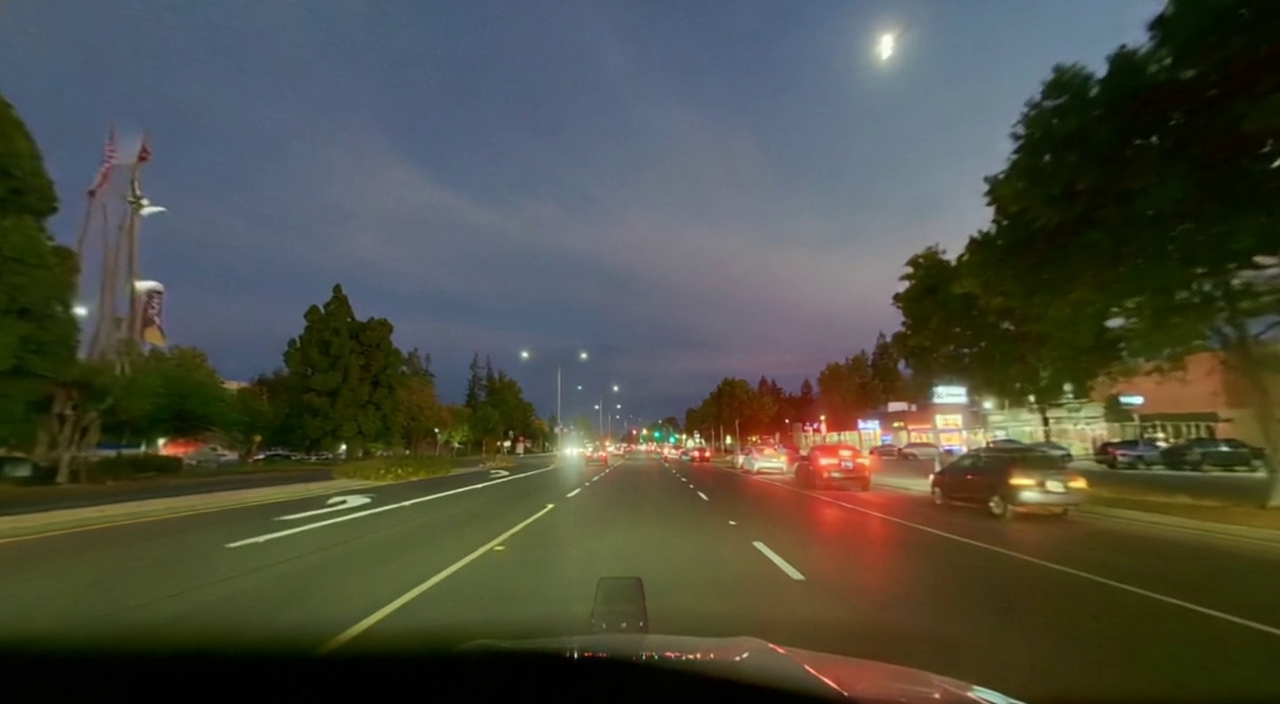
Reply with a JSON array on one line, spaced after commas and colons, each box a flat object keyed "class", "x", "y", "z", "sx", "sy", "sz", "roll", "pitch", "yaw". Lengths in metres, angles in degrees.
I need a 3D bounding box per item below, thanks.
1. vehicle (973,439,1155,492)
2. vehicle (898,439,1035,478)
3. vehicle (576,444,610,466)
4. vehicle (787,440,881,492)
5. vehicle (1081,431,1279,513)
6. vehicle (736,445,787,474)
[{"class": "vehicle", "x": 12.667, "y": 3.395, "z": 19.053, "sx": 4.119, "sy": 1.501, "sz": 1.809, "roll": 0, "pitch": -8, "yaw": 2}, {"class": "vehicle", "x": 12.813, "y": 4.187, "z": 24.878, "sx": 4.357, "sy": 1.463, "sz": 1.915, "roll": 1, "pitch": -8, "yaw": -4}, {"class": "vehicle", "x": -3.287, "y": 7.286, "z": 44.765, "sx": 2.005, "sy": 1.446, "sz": 4.265, "roll": 0, "pitch": -8, "yaw": 0}, {"class": "vehicle", "x": 6.658, "y": 3.925, "z": 22.116, "sx": 1.934, "sy": 1.641, "sz": 4.117, "roll": 0, "pitch": -8, "yaw": 0}, {"class": "vehicle", "x": 12.730, "y": 2.566, "z": 13.804, "sx": 4.597, "sy": 1.643, "sz": 1.932, "roll": 0, "pitch": -7, "yaw": 2}, {"class": "vehicle", "x": 6.837, "y": 6.049, "z": 35.903, "sx": 1.869, "sy": 1.516, "sz": 4.767, "roll": 0, "pitch": -8, "yaw": -1}]
